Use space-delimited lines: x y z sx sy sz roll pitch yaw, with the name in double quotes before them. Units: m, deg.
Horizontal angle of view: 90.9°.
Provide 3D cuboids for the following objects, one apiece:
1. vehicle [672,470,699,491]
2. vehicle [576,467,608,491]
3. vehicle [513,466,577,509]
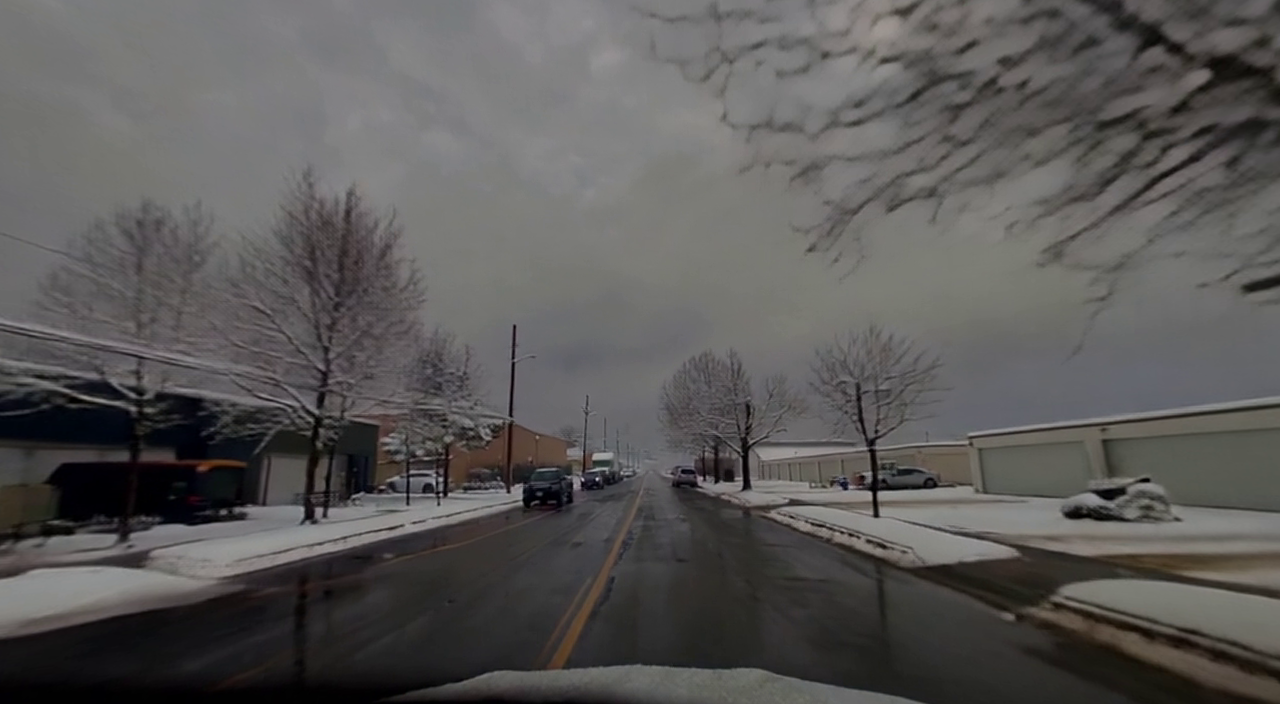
"vehicle" 3.468 9.818 48.218 1.819 1.446 3.909 1 -11 1
"vehicle" -3.413 9.173 45.596 1.835 1.625 3.674 1 -11 3
"vehicle" -4.010 5.782 27.276 1.927 1.580 4.556 -1 -9 2
